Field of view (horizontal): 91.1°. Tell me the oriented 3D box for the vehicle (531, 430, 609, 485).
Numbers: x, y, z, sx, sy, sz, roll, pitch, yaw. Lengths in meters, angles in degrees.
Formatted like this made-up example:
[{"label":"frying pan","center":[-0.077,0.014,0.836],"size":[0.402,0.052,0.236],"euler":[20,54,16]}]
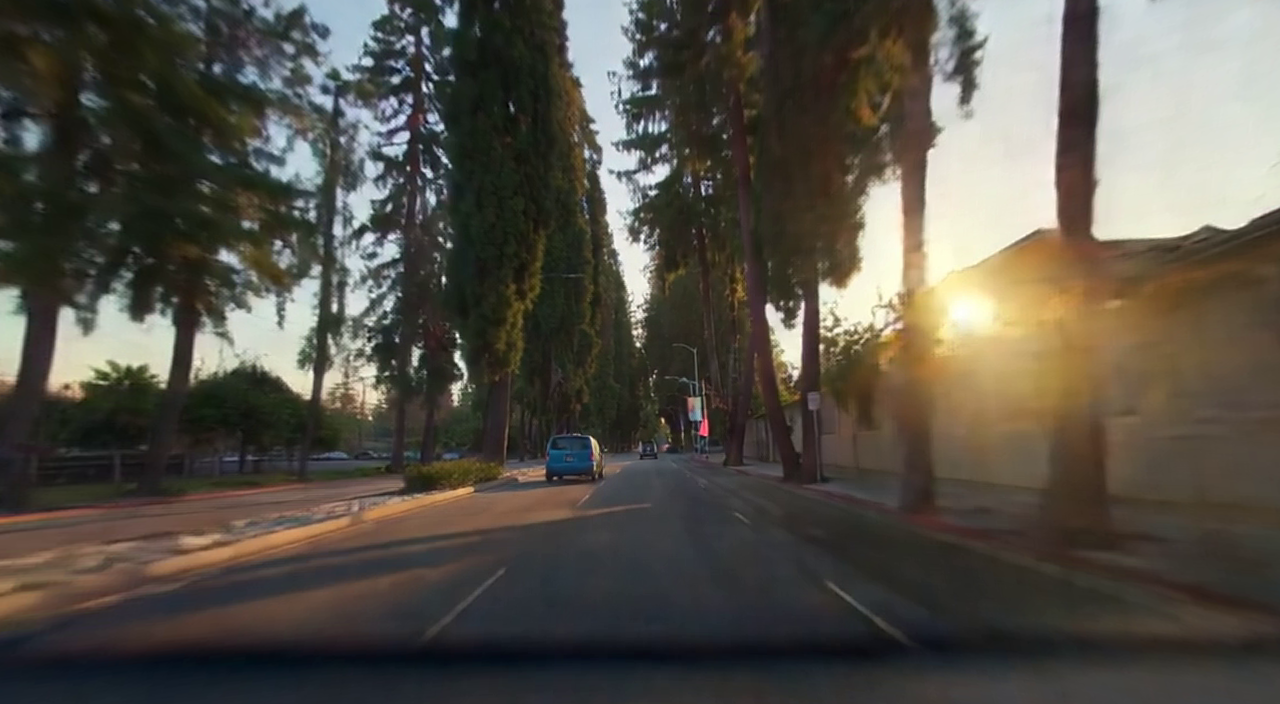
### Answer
[{"label":"vehicle","center":[-2.494,3.956,23.805],"size":[2.281,1.837,4.845],"euler":[0,-8,2]}]
